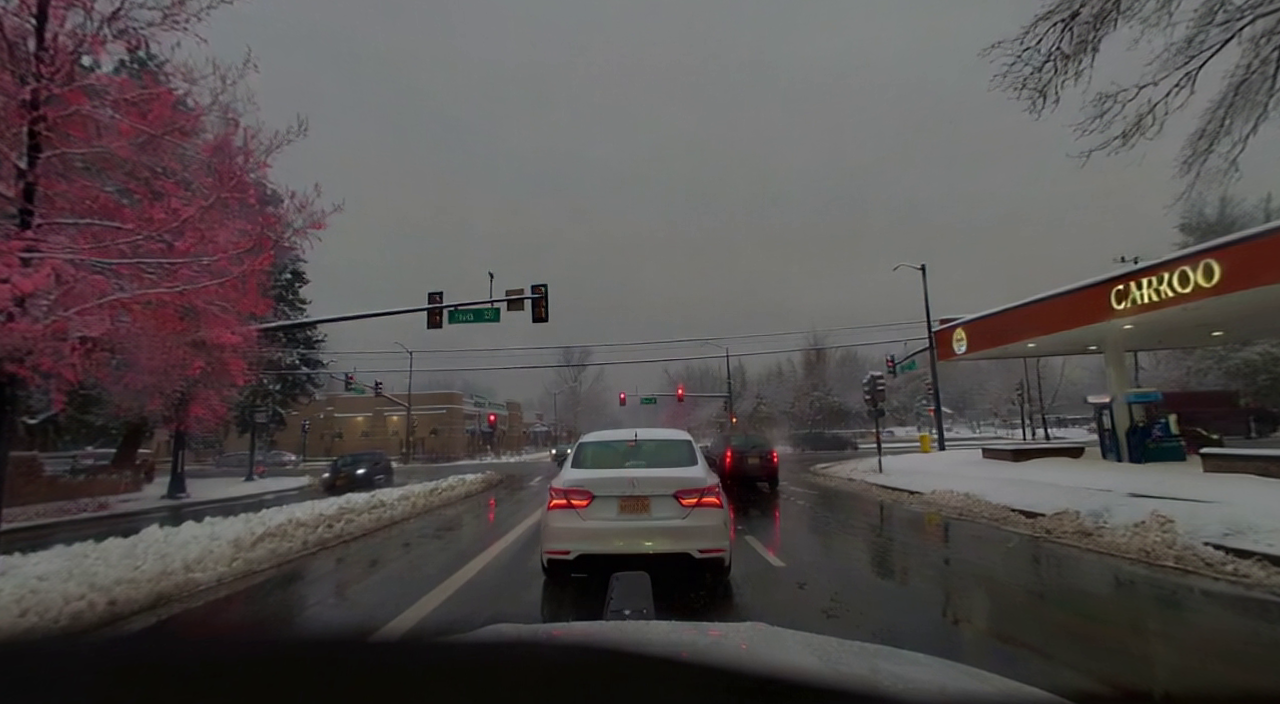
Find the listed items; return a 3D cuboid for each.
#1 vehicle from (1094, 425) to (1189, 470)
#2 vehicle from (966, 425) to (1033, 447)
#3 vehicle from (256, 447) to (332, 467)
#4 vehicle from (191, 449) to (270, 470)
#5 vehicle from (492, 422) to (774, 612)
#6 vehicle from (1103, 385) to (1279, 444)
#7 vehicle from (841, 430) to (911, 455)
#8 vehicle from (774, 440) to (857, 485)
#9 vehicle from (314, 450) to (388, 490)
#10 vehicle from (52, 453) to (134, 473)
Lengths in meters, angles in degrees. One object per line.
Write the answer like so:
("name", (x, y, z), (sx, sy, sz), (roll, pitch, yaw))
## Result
("vehicle", (18.579, 3.514, 23.275), (4.300, 1.495, 2.053), (8, -11, -43))
("vehicle", (27.312, 6.436, 47.984), (3.968, 1.572, 1.740), (0, -9, 4))
("vehicle", (-26.734, 8.108, 48.789), (4.806, 1.472, 1.886), (-1, -8, 5))
("vehicle", (-29.418, 7.744, 45.300), (4.466, 1.438, 1.837), (-1, -8, 5))
("vehicle", (-0.070, 1.604, 7.074), (2.213, 1.482, 4.057), (0, -8, 0))
("vehicle", (38.191, 4.356, 43.346), (10.890, 3.868, 3.021), (1, -8, -9))
("vehicle", (18.298, 7.032, 49.010), (4.656, 1.605, 1.942), (-3, -8, 4))
("vehicle", (6.537, 4.145, 24.022), (1.942, 1.511, 4.390), (0, -8, 0))
("vehicle", (-11.910, 4.839, 26.312), (1.944, 1.465, 4.609), (2, -9, -14))
("vehicle", (-40.158, 8.125, 46.300), (4.511, 1.407, 1.764), (-1, -8, 4))
